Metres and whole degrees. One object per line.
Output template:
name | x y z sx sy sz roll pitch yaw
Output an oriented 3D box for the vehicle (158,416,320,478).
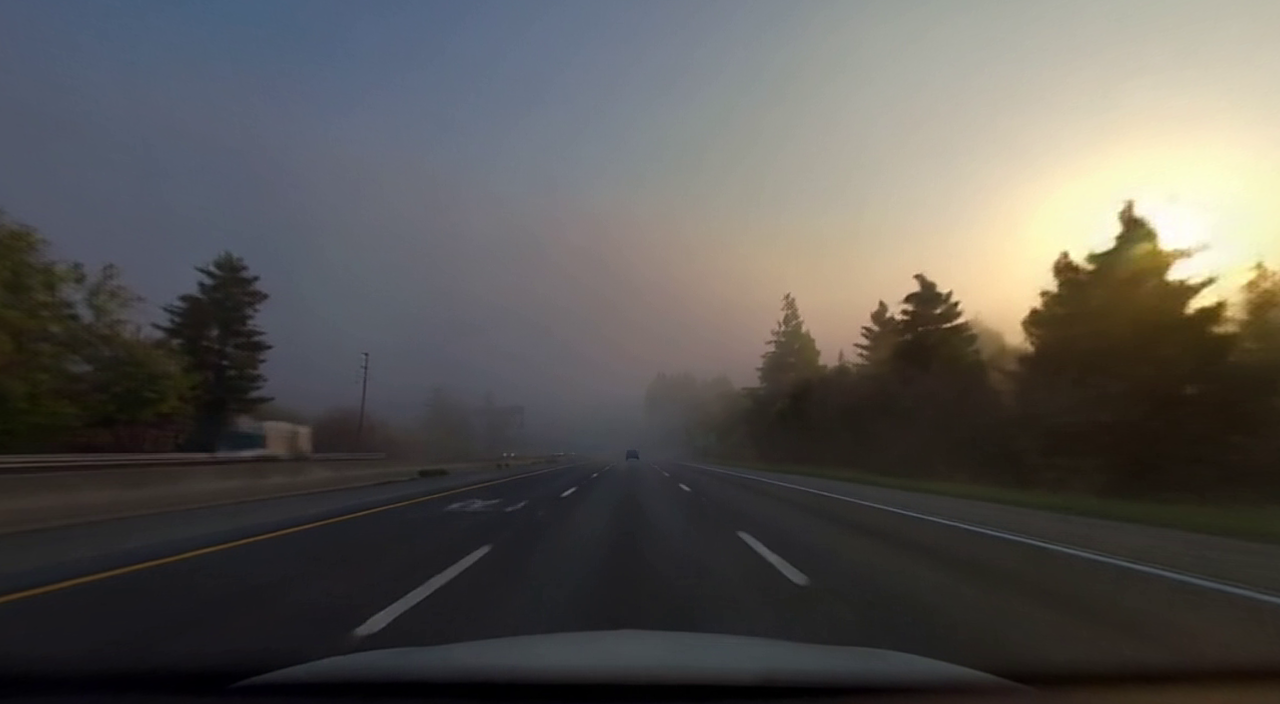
vehicle | -17.326 4.242 27.968 2.492 2.371 7.064 0 -9 0
